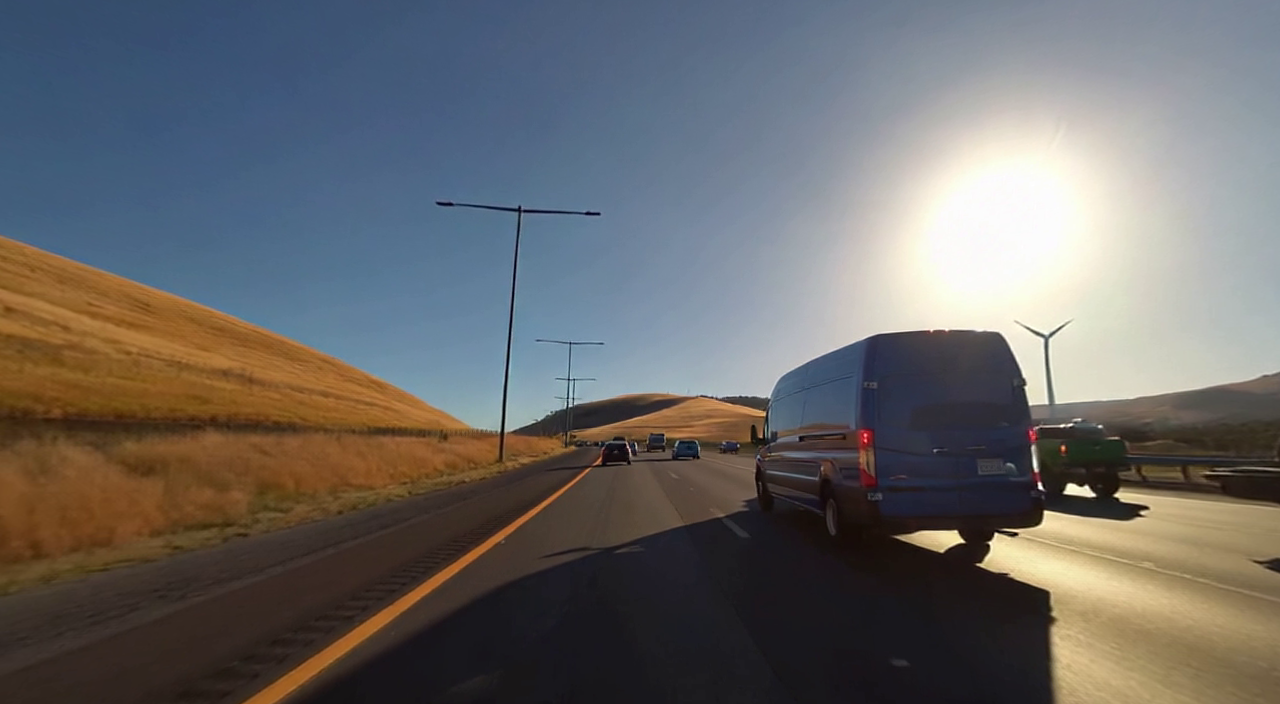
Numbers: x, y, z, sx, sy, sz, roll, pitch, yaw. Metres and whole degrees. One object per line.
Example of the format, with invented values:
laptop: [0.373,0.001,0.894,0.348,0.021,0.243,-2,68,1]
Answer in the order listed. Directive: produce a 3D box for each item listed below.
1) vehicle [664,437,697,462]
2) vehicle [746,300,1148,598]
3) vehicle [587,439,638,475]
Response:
vehicle: [2.958,7.207,46.833,2.108,1.717,3.996,0,-8,-2]
vehicle: [3.176,1.246,8.509,2.365,2.630,5.754,0,-8,-1]
vehicle: [-1.142,4.537,27.449,2.082,1.445,3.826,0,-8,-1]
